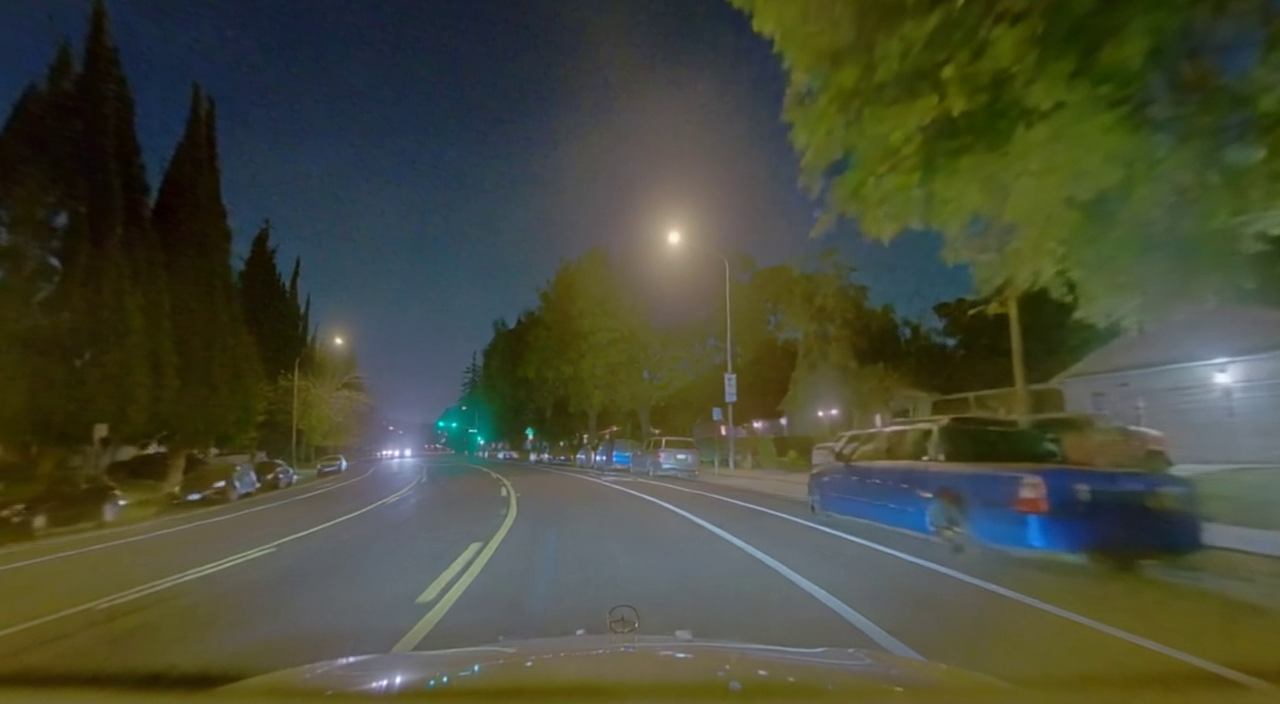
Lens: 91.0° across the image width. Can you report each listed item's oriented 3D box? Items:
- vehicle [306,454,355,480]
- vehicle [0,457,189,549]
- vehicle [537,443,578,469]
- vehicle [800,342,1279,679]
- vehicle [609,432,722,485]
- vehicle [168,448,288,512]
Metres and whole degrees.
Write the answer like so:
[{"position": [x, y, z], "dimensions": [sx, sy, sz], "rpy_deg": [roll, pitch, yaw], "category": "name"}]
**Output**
[{"position": [-21.435, 7.951, 43.743], "dimensions": [1.932, 1.468, 4.305], "rpy_deg": [-5, -7, -12], "category": "vehicle"}, {"position": [-12.596, 3.269, 13.999], "dimensions": [2.292, 1.499, 4.661], "rpy_deg": [-5, -7, -9], "category": "vehicle"}, {"position": [-6.414, 7.956, 48.469], "dimensions": [2.348, 1.804, 5.207], "rpy_deg": [1, -8, -16], "category": "vehicle"}, {"position": [4.305, 1.445, 7.136], "dimensions": [2.402, 1.889, 6.910], "rpy_deg": [4, -9, -7], "category": "vehicle"}, {"position": [0.799, 4.357, 25.876], "dimensions": [2.723, 1.785, 7.174], "rpy_deg": [4, -10, -13], "category": "vehicle"}, {"position": [-14.687, 4.514, 22.767], "dimensions": [1.992, 1.677, 4.499], "rpy_deg": [-5, -6, -11], "category": "vehicle"}]
